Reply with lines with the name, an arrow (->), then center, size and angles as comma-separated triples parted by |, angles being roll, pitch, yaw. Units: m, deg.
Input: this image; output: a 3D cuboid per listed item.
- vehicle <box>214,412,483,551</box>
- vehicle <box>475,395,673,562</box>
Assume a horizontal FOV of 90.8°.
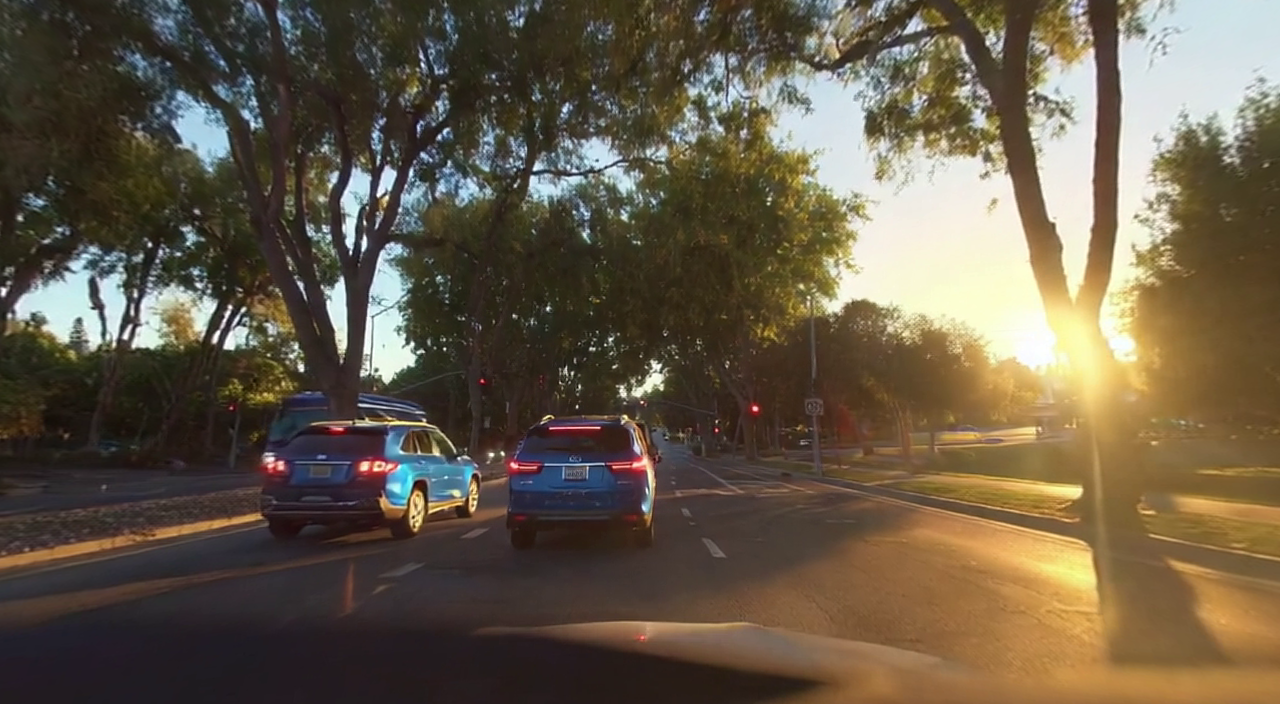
vehicle -> -4.112, 1.896, 9.962 | 2.009, 1.673, 4.454 | 0, -8, 2
vehicle -> -0.654, 1.727, 9.411 | 2.131, 1.793, 5.016 | 0, -8, 1
